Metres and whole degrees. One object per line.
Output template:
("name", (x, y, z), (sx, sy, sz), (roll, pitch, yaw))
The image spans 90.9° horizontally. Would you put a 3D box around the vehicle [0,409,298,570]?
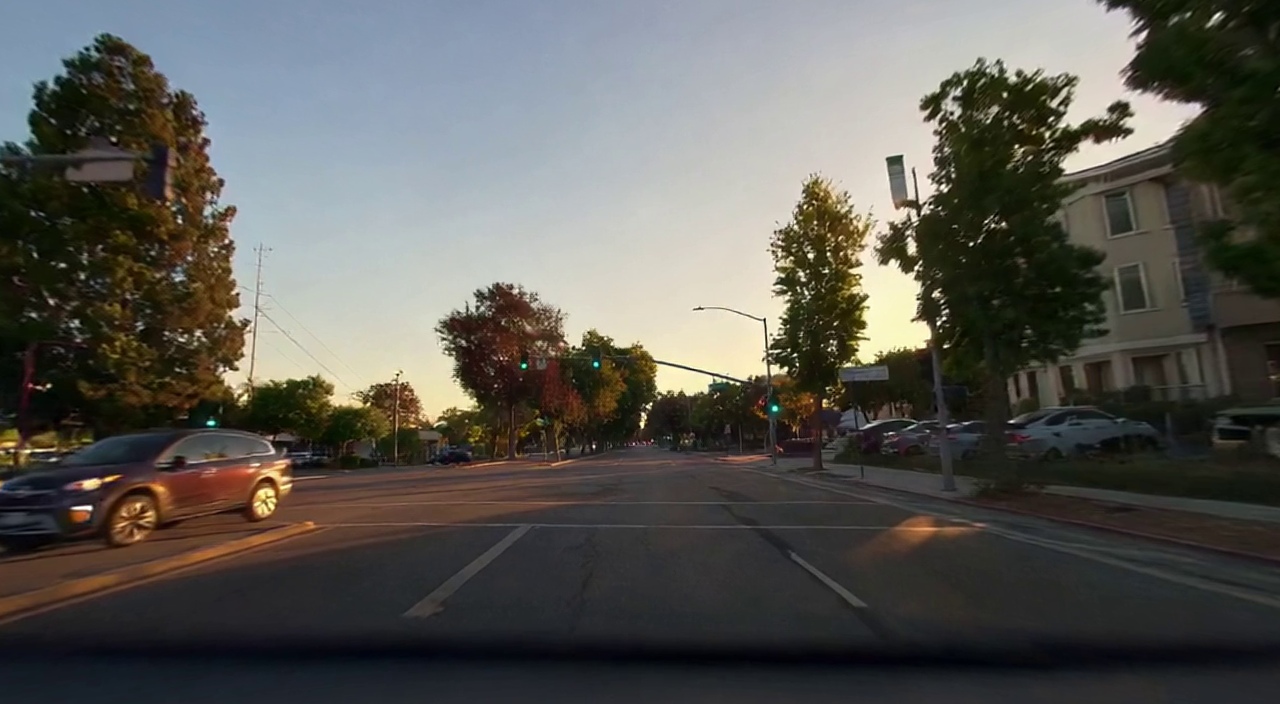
("vehicle", (-7.270, 1.827, 9.146), (2.047, 1.734, 4.429), (0, -8, 1))
